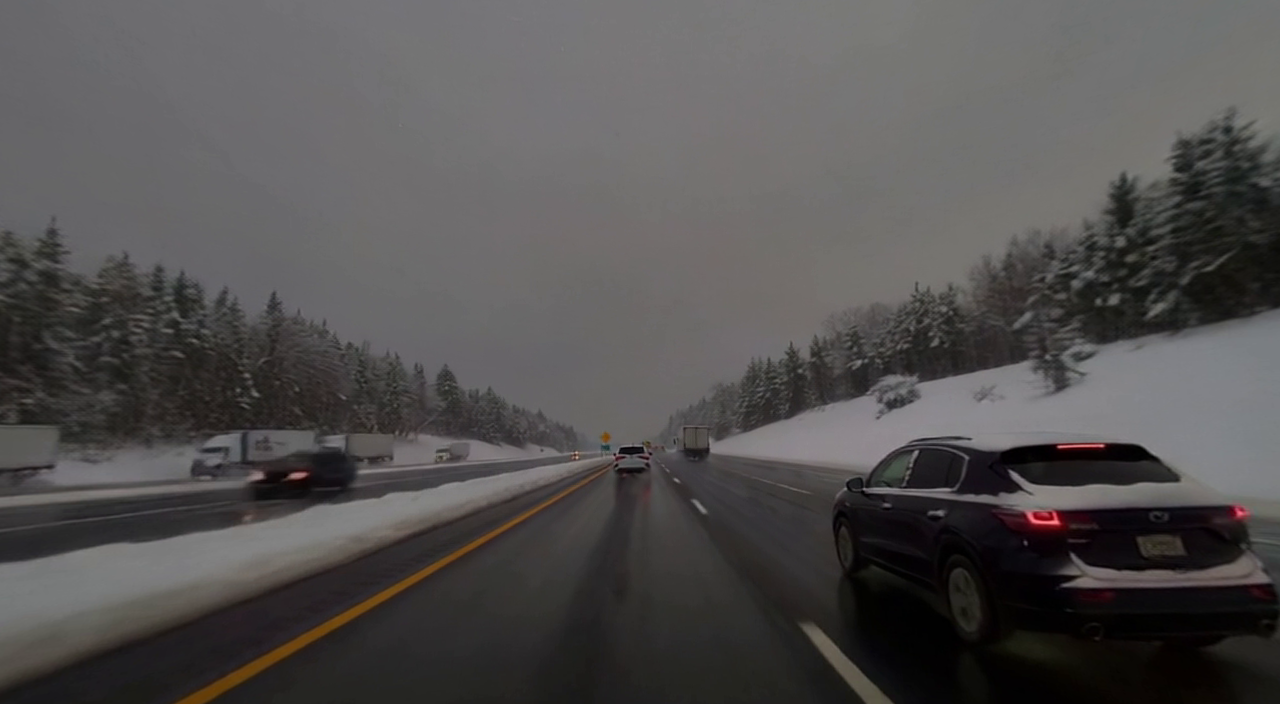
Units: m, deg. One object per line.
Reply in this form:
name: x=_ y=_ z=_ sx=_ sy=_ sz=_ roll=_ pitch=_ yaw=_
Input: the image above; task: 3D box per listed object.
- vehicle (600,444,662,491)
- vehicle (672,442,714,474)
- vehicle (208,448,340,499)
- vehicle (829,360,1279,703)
vehicle: x=-0.292 y=3.992 z=22.053 sx=1.970 sy=1.441 sz=3.846 roll=0 pitch=-9 yaw=0
vehicle: x=3.029 y=6.154 z=36.824 sx=2.048 sy=1.704 sz=4.284 roll=0 pitch=-9 yaw=0
vehicle: x=-11.852 y=3.929 z=20.791 sx=1.808 sy=1.491 sz=4.167 roll=0 pitch=-9 yaw=0
vehicle: x=2.913 y=1.106 z=3.885 sx=1.997 sy=1.534 sz=4.664 roll=0 pitch=-9 yaw=-1
